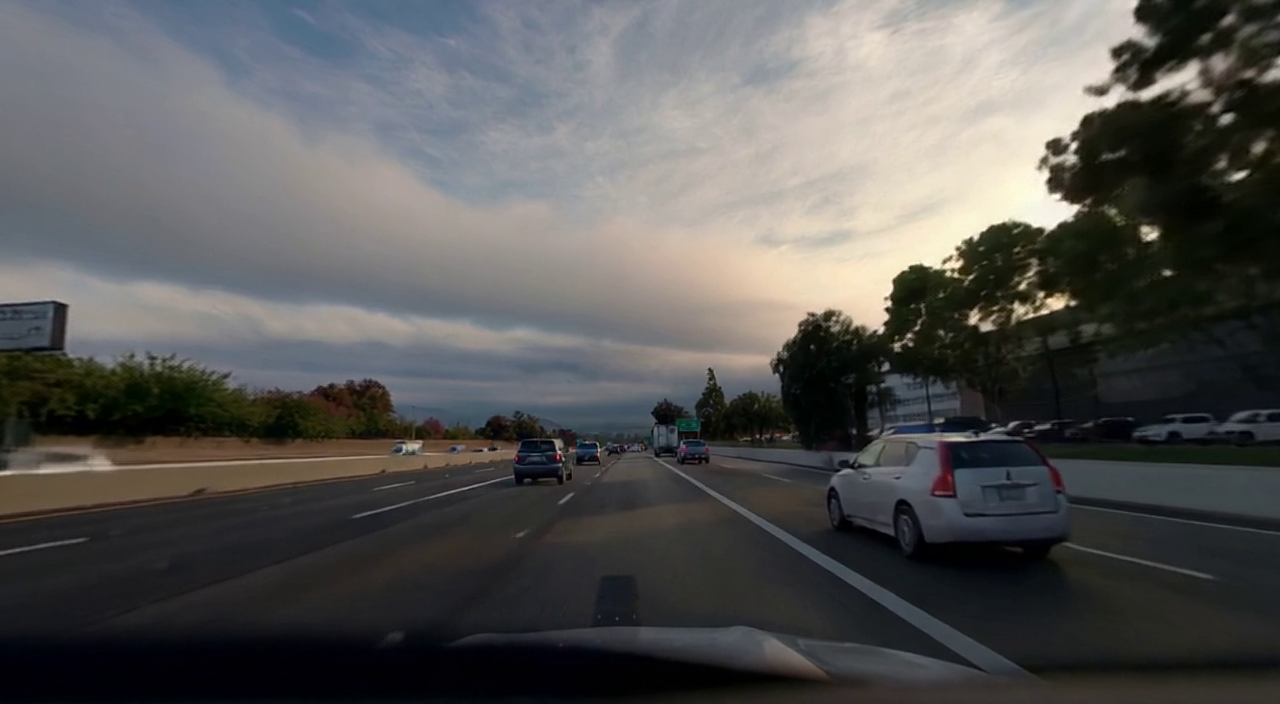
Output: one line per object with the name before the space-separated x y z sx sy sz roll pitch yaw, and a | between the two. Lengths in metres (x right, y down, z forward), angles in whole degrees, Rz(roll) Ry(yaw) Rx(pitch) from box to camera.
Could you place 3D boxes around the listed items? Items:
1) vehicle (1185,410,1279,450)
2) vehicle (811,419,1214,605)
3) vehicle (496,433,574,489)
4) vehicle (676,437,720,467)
vehicle | 29.189 3.714 29.952 4.686 1.840 2.075 0 -8 -1
vehicle | 3.737 1.673 7.628 1.957 1.510 4.643 0 -8 -1
vehicle | -3.616 3.842 22.618 1.987 1.765 4.508 0 -8 0
vehicle | 3.621 6.326 40.156 2.198 1.807 4.530 0 -8 -2
